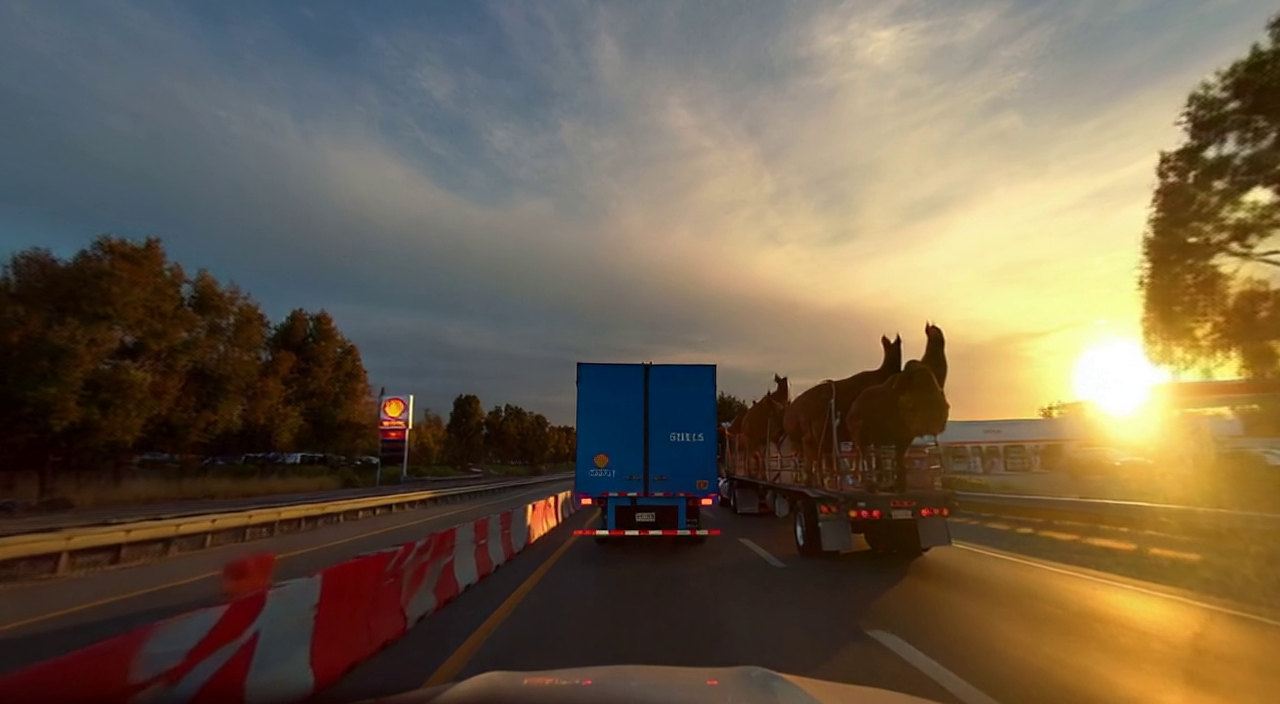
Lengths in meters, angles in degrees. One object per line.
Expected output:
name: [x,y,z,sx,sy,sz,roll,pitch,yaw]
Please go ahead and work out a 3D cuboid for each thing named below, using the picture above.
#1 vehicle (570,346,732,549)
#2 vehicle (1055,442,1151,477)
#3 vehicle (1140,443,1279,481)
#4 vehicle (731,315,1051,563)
vehicle: [0.136,2.327,14.756,2.618,3.306,8.676,1,-10,-1]
vehicle: [24.703,5.801,33.835,1.919,1.722,4.024,1,-10,-2]
vehicle: [24.593,4.762,27.219,1.762,1.470,4.485,3,-11,-10]
vehicle: [4.360,2.090,14.062,2.936,3.640,9.443,1,-10,-2]
